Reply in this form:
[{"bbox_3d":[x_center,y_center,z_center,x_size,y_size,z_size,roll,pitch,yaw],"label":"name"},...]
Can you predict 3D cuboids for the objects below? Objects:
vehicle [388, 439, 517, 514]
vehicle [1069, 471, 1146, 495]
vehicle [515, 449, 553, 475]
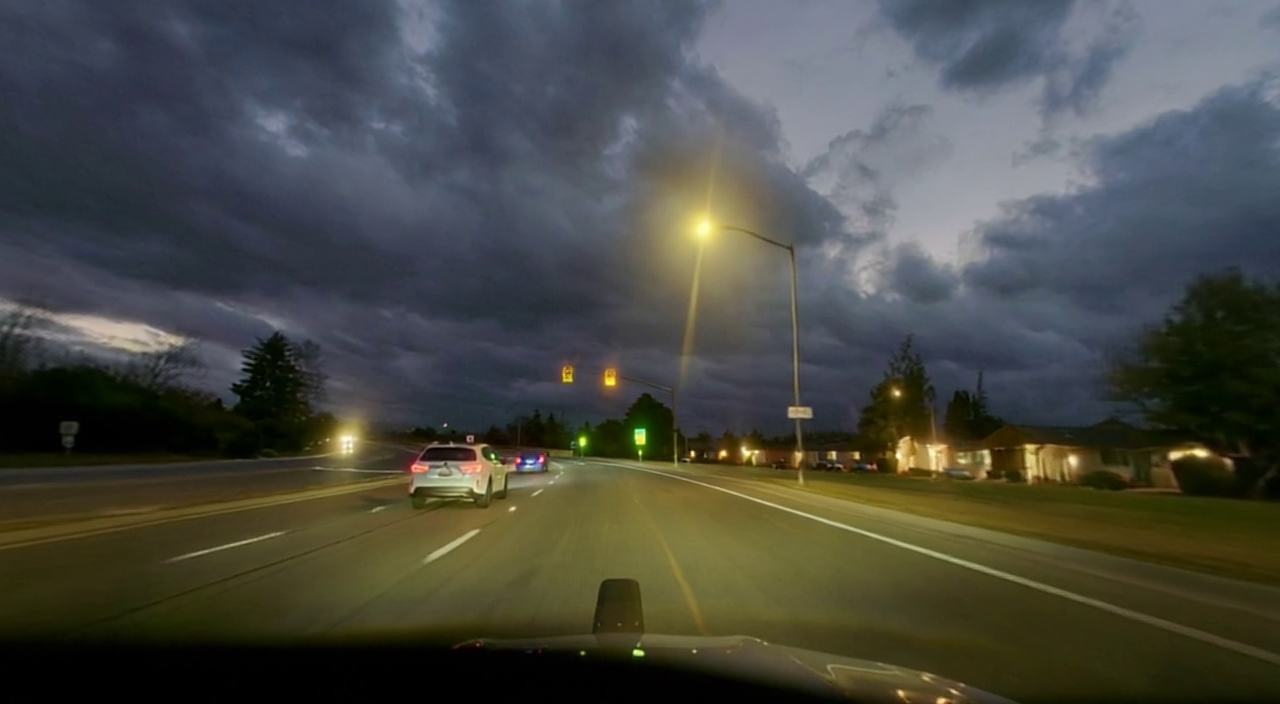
[{"bbox_3d":[-4.617,3.106,16.350,2.098,1.613,4.606,0,-8,-3],"label":"vehicle"},{"bbox_3d":[34.185,9.586,46.388,1.933,1.489,4.403,1,-9,-8],"label":"vehicle"},{"bbox_3d":[-6.229,6.499,37.557,1.904,1.476,3.736,0,-8,-4],"label":"vehicle"}]
